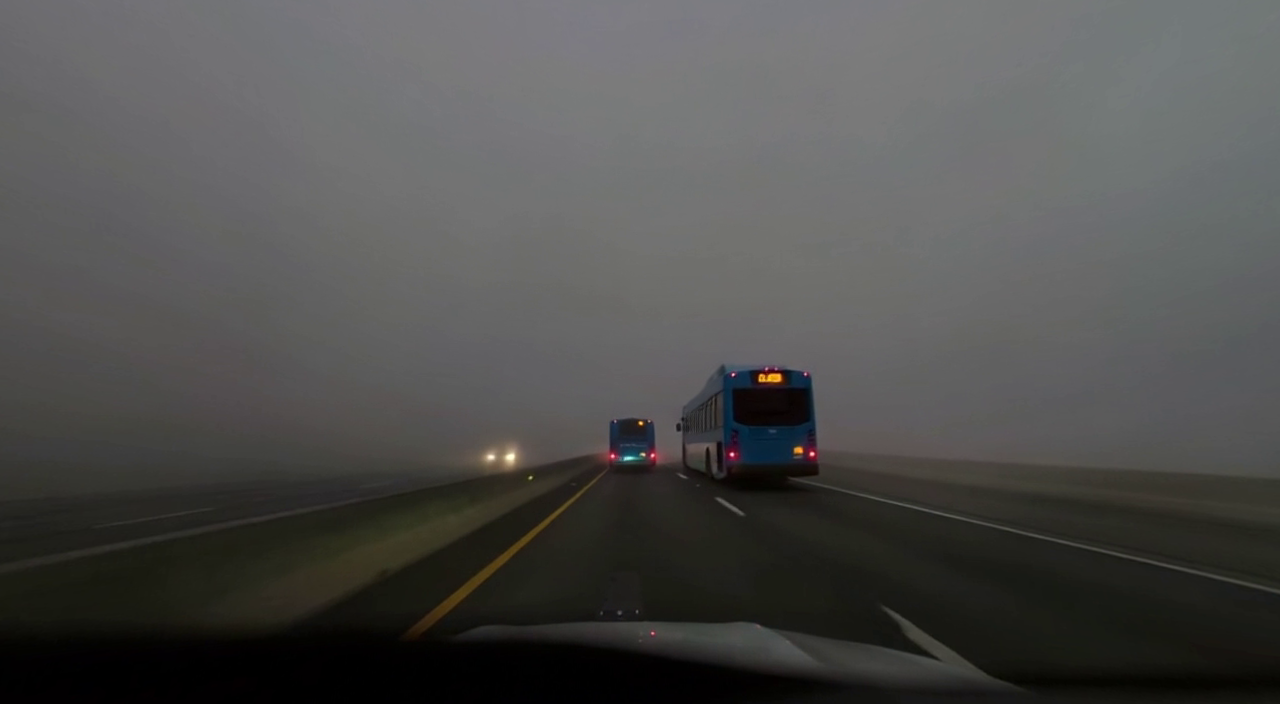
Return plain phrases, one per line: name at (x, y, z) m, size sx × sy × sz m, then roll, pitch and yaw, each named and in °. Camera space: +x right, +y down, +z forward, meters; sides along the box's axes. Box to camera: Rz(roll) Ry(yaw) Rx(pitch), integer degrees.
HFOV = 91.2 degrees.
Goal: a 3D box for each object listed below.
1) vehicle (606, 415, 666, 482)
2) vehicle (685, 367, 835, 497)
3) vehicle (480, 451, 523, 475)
vehicle at (-0.183, 4.366, 28.340) m, size 2.414 × 2.675 × 5.574 m, roll -1°, pitch -9°, yaw 0°
vehicle at (3.869, 3.230, 24.281) m, size 3.074 × 3.668 × 12.805 m, roll 0°, pitch -9°, yaw -1°
vehicle at (-9.178, 7.376, 41.833) m, size 1.967 × 1.518 × 4.110 m, roll -1°, pitch -9°, yaw 0°
